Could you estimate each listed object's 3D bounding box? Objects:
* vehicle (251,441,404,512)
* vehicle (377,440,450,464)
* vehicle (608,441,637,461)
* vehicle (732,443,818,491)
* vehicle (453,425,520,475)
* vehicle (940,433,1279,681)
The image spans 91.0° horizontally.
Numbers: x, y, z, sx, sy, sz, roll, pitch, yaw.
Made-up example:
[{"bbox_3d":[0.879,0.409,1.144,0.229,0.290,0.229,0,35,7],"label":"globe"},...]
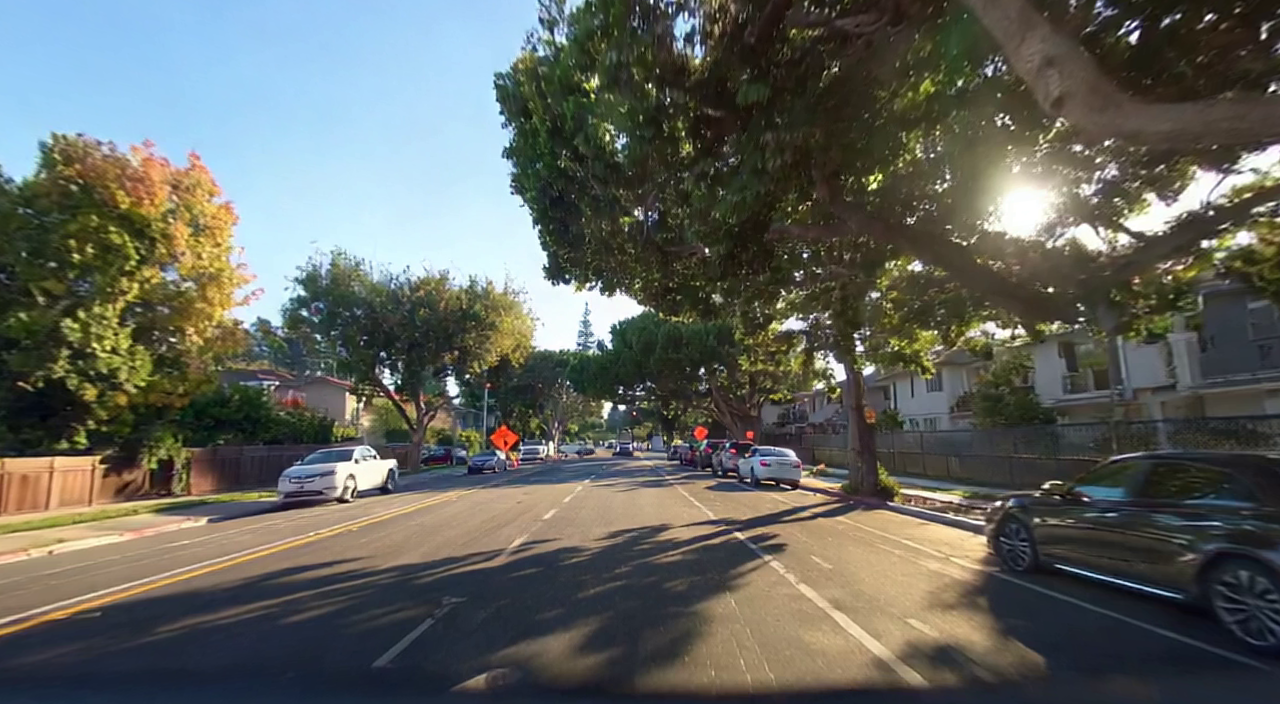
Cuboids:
[{"bbox_3d":[-8.351,3.325,17.413,1.950,1.672,4.664,0,-8,-2],"label":"vehicle"},{"bbox_3d":[-17.208,7.620,47.951,4.779,1.823,1.964,0,-9,-1],"label":"vehicle"},{"bbox_3d":[-1.360,7.864,49.985,2.151,1.481,4.084,0,-8,0],"label":"vehicle"},{"bbox_3d":[4.496,3.892,21.704,1.912,1.463,4.477,0,-8,-1],"label":"vehicle"},{"bbox_3d":[-8.486,5.477,35.315,2.526,2.631,4.228,0,-8,2],"label":"vehicle"},{"bbox_3d":[4.812,1.468,5.299,2.027,1.493,4.679,1,-9,-4],"label":"vehicle"}]
